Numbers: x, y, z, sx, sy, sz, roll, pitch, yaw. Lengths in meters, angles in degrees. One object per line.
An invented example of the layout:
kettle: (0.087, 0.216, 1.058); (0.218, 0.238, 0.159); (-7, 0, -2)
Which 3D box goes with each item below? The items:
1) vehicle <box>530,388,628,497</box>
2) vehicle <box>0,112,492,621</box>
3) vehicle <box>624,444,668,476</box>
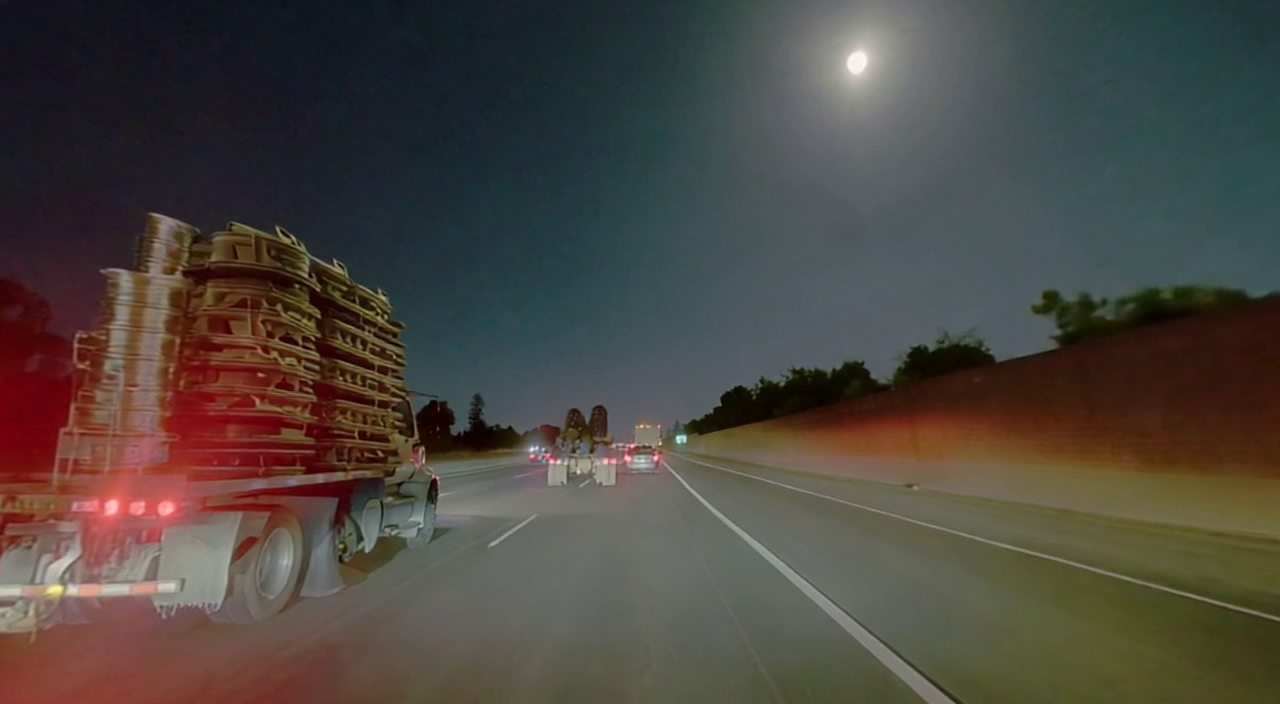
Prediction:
vehicle: (-2.232, 3.208, 22.366); (2.798, 3.071, 8.412); (1, -8, -7)
vehicle: (-4.110, 0.431, 7.806); (2.998, 3.992, 5.800); (0, -8, 1)
vehicle: (0.267, 5.439, 32.005); (2.041, 1.462, 4.548); (0, -8, 0)
